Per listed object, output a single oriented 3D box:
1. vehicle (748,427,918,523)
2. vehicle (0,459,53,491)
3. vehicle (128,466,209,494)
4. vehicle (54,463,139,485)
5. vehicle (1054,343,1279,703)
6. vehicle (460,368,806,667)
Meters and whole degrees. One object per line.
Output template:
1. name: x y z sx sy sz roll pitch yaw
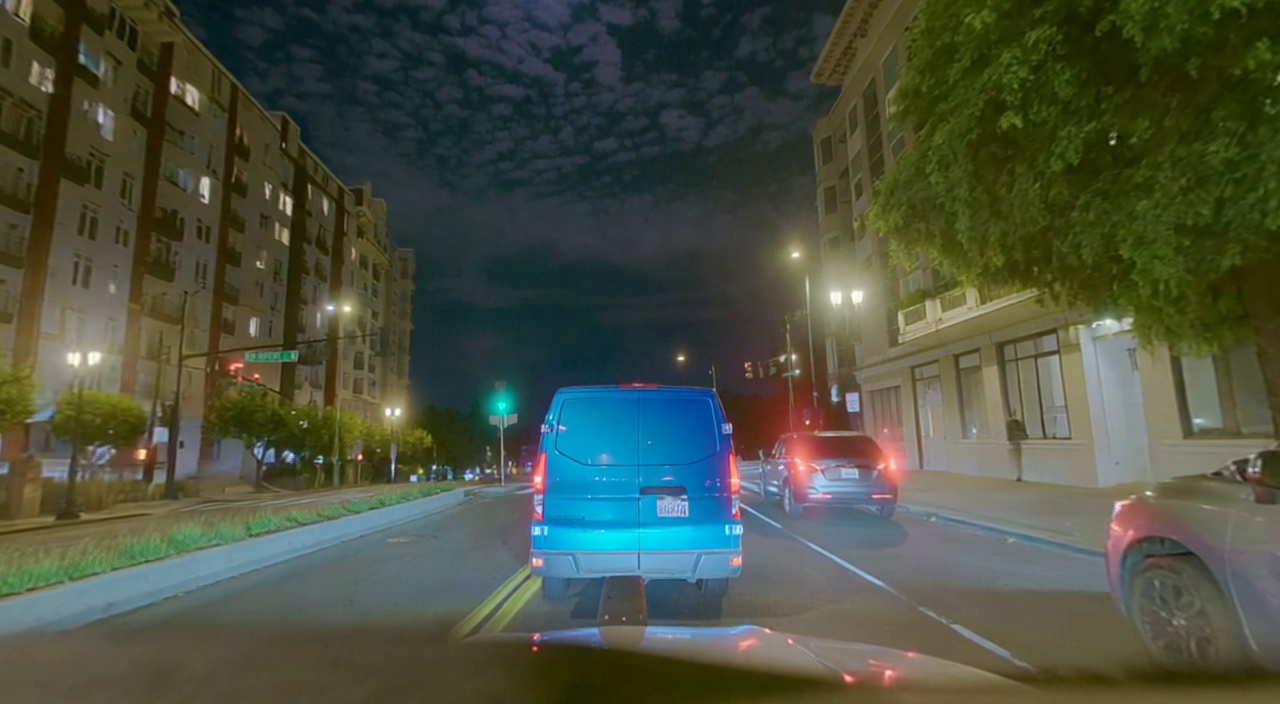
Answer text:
1. vehicle: 3.868 2.564 13.714 2.061 1.676 4.734 0 -9 -2
2. vehicle: -35.499 6.847 35.176 3.843 1.680 1.782 -1 -9 6
3. vehicle: -33.219 9.058 44.530 4.292 1.492 1.772 -6 -14 -1
4. vehicle: -38.430 8.639 44.653 4.396 1.458 1.809 -1 -9 2
5. vehicle: 3.803 0.738 2.003 2.157 1.748 4.130 0 -9 1
6. vehicle: -0.031 1.331 6.079 2.101 1.828 4.270 0 -9 0
